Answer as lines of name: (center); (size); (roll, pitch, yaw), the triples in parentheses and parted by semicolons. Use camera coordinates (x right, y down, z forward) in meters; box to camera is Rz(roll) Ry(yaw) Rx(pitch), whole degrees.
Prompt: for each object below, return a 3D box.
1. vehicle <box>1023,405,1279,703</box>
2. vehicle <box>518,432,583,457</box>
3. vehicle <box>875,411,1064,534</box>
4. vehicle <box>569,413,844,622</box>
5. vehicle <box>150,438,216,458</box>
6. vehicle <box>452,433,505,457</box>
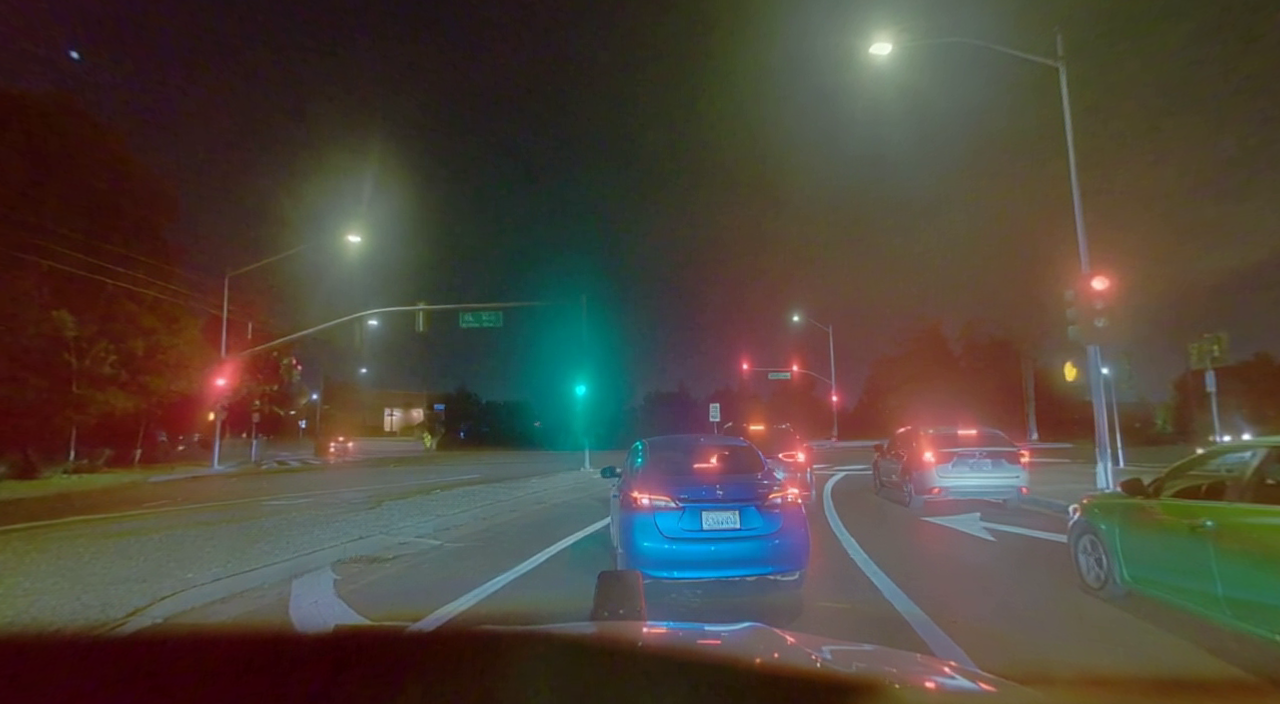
vehicle: (4.245, 1.063, 3.365); (1.954, 1.508, 4.441); (-1, -8, 6)
vehicle: (-5.948, 6.103, 41.549); (1.932, 1.573, 4.509); (8, -12, -44)
vehicle: (5.545, 2.043, 11.287); (2.102, 1.717, 4.373); (-2, -9, 16)
vehicle: (0.858, 1.497, 6.688); (2.052, 1.483, 3.928); (-2, -8, 12)
vehicle: (-35.370, 7.439, 48.647); (1.652, 1.433, 3.733); (-7, -11, 40)
vehicle: (-12.452, 7.123, 48.200); (1.972, 1.705, 4.457); (8, -11, -44)
